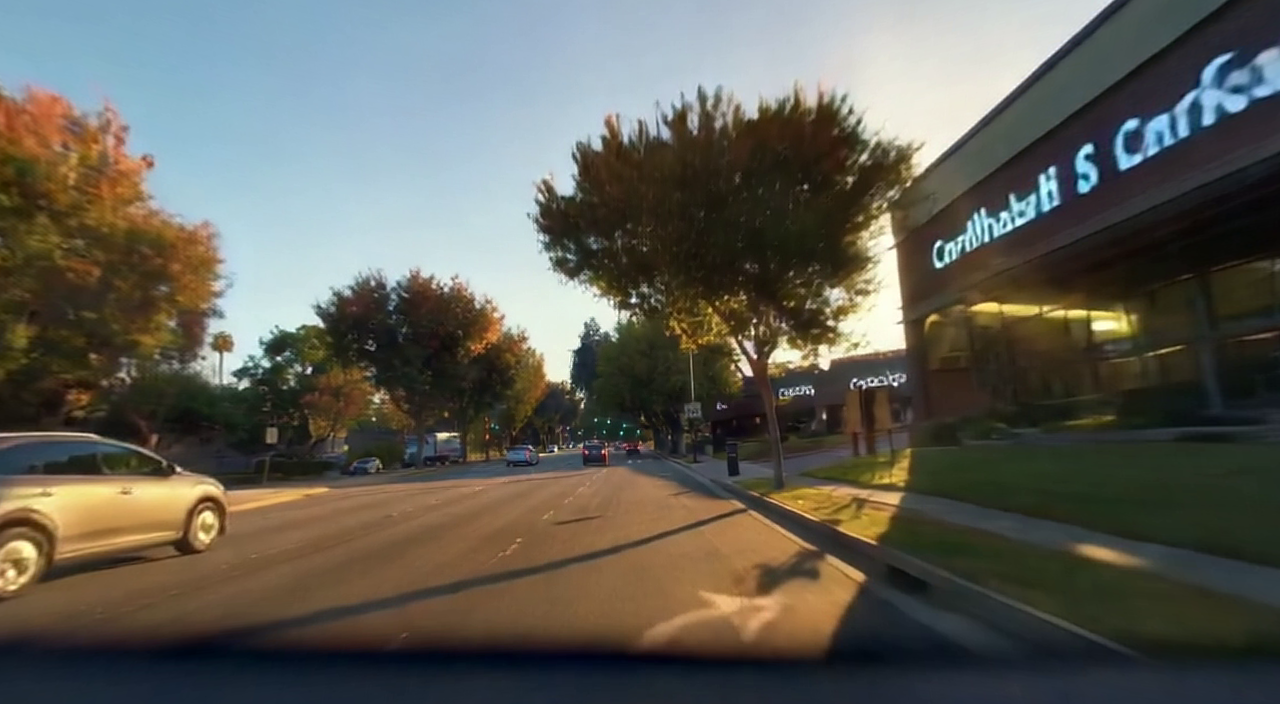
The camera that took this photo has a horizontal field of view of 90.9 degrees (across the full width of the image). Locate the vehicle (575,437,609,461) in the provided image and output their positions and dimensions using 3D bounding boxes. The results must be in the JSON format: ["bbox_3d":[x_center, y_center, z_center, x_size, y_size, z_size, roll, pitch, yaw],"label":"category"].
[{"bbox_3d":[-3.402,7.034,45.582,2.100,1.661,3.837,0,-9,1],"label":"vehicle"}]

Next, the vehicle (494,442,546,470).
[{"bbox_3d":[-6.689,5.849,35.628,2.072,1.427,4.328,0,-9,0],"label":"vehicle"}]

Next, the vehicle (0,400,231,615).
[{"bbox_3d":[-6.586,1.421,5.955,2.137,1.835,4.844,0,-9,0],"label":"vehicle"}]
